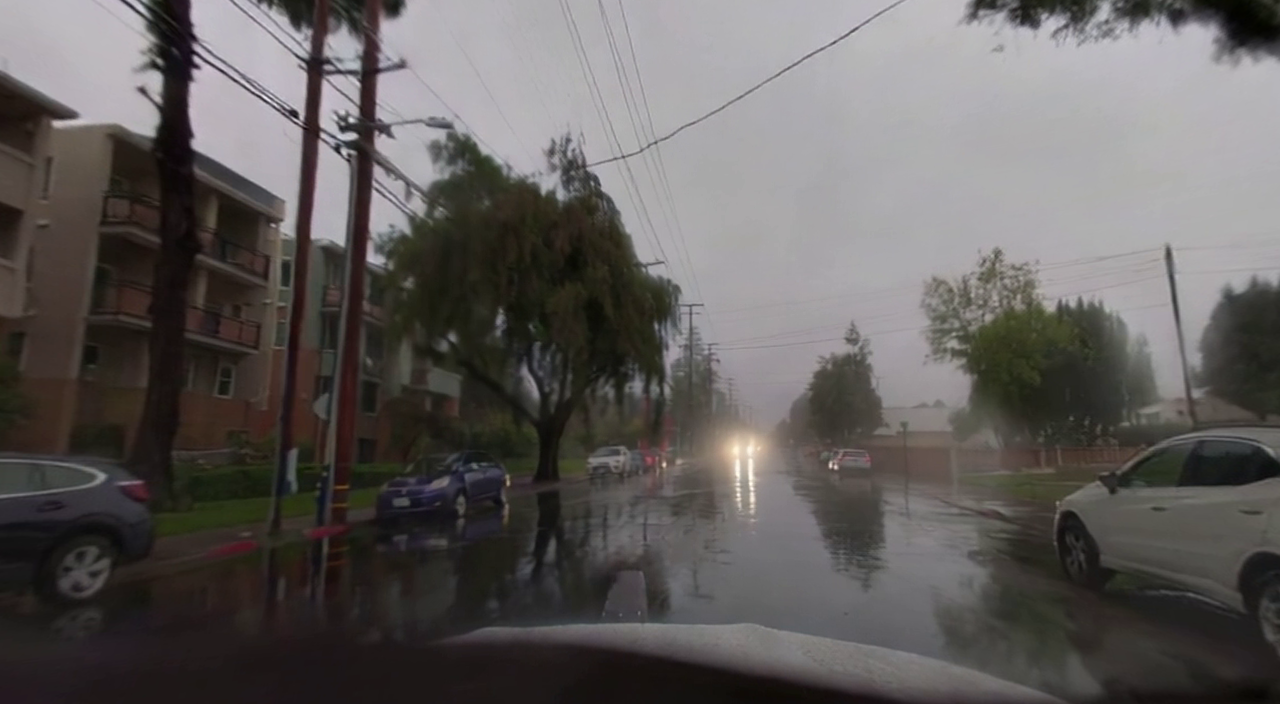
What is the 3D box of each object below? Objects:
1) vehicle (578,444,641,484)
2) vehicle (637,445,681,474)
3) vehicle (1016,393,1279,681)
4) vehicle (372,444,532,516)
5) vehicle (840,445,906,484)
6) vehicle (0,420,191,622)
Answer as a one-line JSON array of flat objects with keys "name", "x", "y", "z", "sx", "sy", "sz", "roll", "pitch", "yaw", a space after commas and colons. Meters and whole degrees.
[{"name": "vehicle", "x": -1.428, "y": 5.537, "z": 31.612, "sx": 2.011, "sy": 1.801, "sz": 4.676, "roll": -2, "pitch": -9, "yaw": 12}, {"name": "vehicle", "x": 1.400, "y": 7.483, "z": 43.872, "sx": 1.953, "sy": 1.699, "sz": 4.234, "roll": -9, "pitch": -12, "yaw": 13}, {"name": "vehicle", "x": 5.122, "y": 1.288, "z": 5.046, "sx": 2.180, "sy": 1.677, "sz": 4.432, "roll": -2, "pitch": -8, "yaw": 11}, {"name": "vehicle", "x": -4.763, "y": 3.410, "z": 16.943, "sx": 2.017, "sy": 1.582, "sz": 4.664, "roll": -4, "pitch": -11, "yaw": 13}, {"name": "vehicle", "x": 9.894, "y": 4.780, "z": 27.122, "sx": 1.964, "sy": 1.515, "sz": 4.055, "roll": -2, "pitch": -9, "yaw": 11}, {"name": "vehicle", "x": -6.733, "y": 1.570, "z": 5.399, "sx": 2.068, "sy": 1.745, "sz": 4.579, "roll": -8, "pitch": -10, "yaw": 9}]
